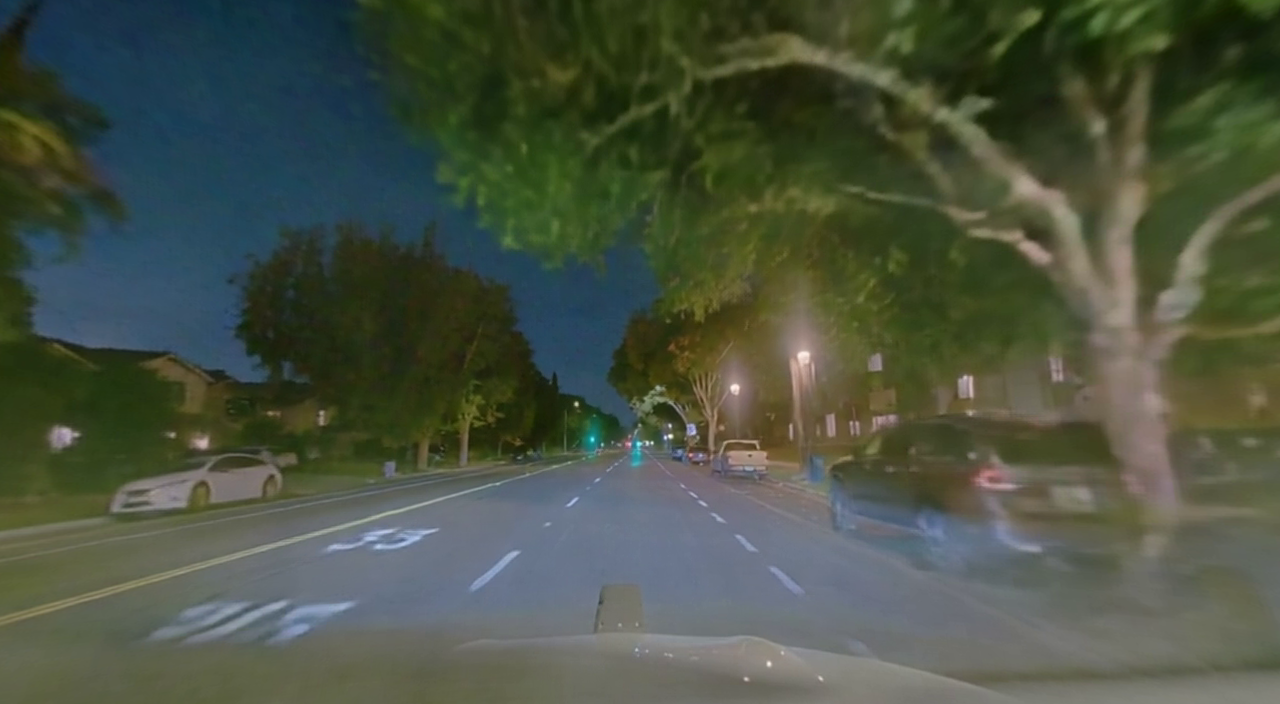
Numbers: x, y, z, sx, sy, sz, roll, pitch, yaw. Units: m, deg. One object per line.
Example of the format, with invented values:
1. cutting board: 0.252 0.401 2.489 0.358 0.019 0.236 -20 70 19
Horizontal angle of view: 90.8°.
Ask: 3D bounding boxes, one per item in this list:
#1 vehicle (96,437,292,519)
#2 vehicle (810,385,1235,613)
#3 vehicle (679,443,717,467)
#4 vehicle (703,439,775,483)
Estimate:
1. vehicle: -10.930 3.122 15.976 1.964 1.667 4.217 -3 -10 -2
2. vehicle: 3.906 1.599 7.840 2.120 1.916 4.836 0 -9 -1
3. vehicle: 3.932 7.075 43.623 1.997 1.510 4.555 0 -9 -3
4. vehicle: 3.950 4.456 26.073 1.999 1.615 4.513 0 -9 -3
